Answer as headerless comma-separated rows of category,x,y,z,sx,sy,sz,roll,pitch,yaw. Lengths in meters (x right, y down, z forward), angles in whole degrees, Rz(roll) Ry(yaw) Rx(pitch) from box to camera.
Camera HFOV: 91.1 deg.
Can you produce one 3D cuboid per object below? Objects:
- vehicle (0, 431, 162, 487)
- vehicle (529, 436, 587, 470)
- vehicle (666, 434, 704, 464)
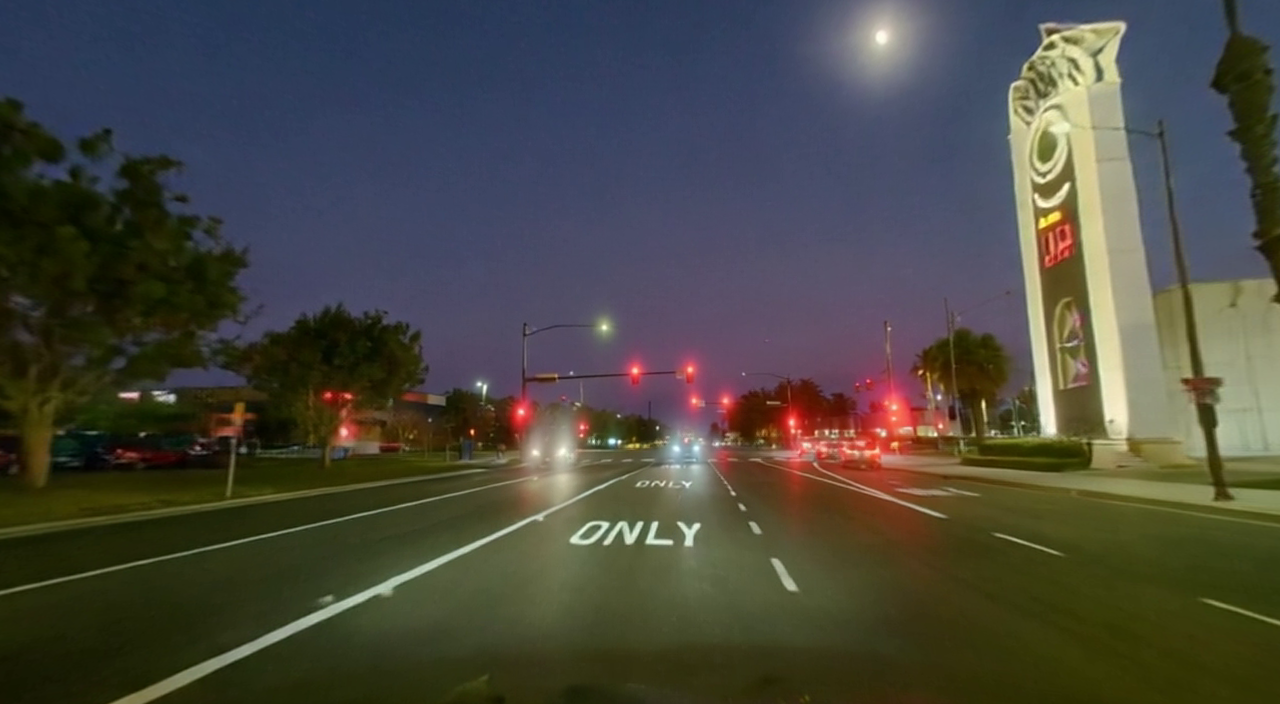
vehicle,-21.845,4.108,24.397,4.729,1.867,2.292,0,-4,3
vehicle,-4.965,6.224,38.923,2.366,1.941,5.823,-1,-9,4
vehicle,3.343,7.094,45.956,2.590,2.080,5.284,-1,-9,5
